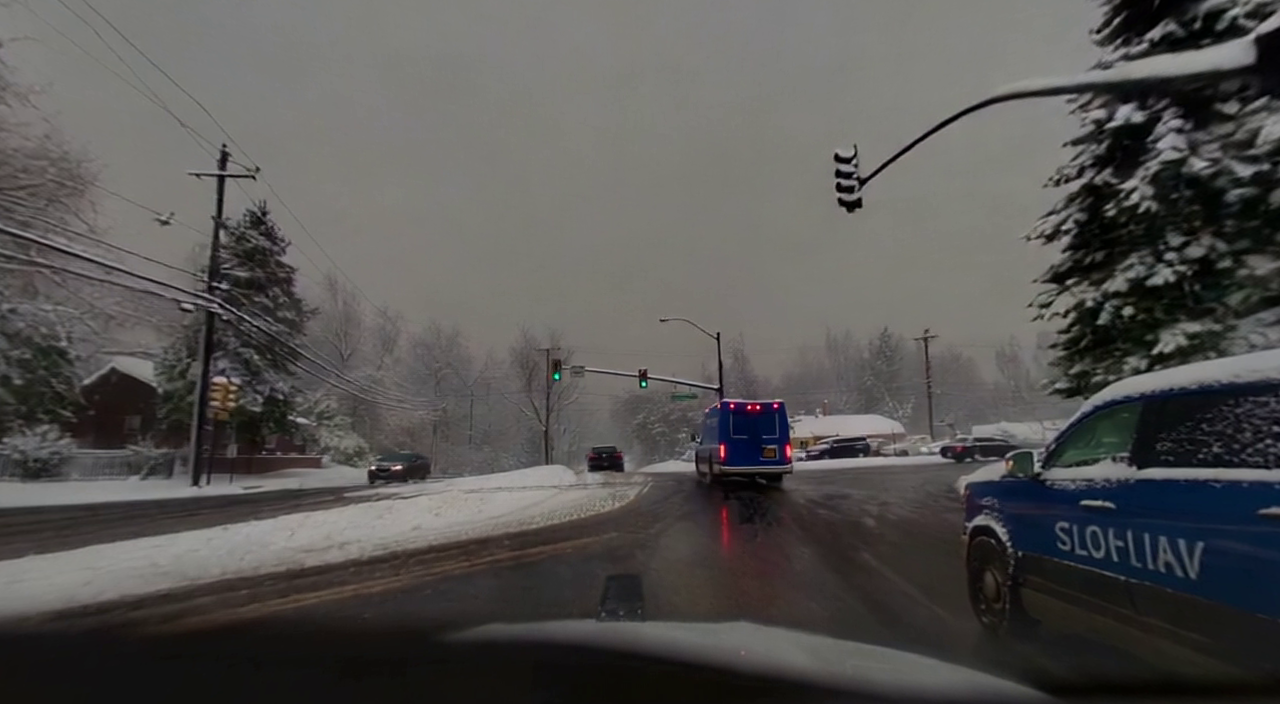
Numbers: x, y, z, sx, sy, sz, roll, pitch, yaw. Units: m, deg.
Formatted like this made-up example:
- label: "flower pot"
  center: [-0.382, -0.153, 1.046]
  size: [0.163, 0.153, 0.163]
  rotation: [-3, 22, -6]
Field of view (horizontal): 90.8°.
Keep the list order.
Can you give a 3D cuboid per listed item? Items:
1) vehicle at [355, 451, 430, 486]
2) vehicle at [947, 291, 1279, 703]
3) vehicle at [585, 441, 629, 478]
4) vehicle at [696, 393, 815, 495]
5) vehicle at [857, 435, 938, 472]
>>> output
- label: "vehicle"
  center: [-11.681, 5.481, 30.160]
  size: [2.053, 1.474, 4.489]
  rotation: [0, -8, -4]
- label: "vehicle"
  center: [3.669, 0.787, 2.941]
  size: [2.194, 1.922, 4.822]
  rotation: [-1, -8, 3]
- label: "vehicle"
  center: [-1.727, 5.381, 31.930]
  size: [2.114, 1.707, 3.725]
  rotation: [0, -8, -5]
- label: "vehicle"
  center: [3.298, 2.827, 19.505]
  size: [2.406, 2.687, 5.521]
  rotation: [0, -8, -2]
- label: "vehicle"
  center: [12.076, 4.695, 29.554]
  size: [3.936, 1.594, 1.860]
  rotation: [7, -11, -41]
